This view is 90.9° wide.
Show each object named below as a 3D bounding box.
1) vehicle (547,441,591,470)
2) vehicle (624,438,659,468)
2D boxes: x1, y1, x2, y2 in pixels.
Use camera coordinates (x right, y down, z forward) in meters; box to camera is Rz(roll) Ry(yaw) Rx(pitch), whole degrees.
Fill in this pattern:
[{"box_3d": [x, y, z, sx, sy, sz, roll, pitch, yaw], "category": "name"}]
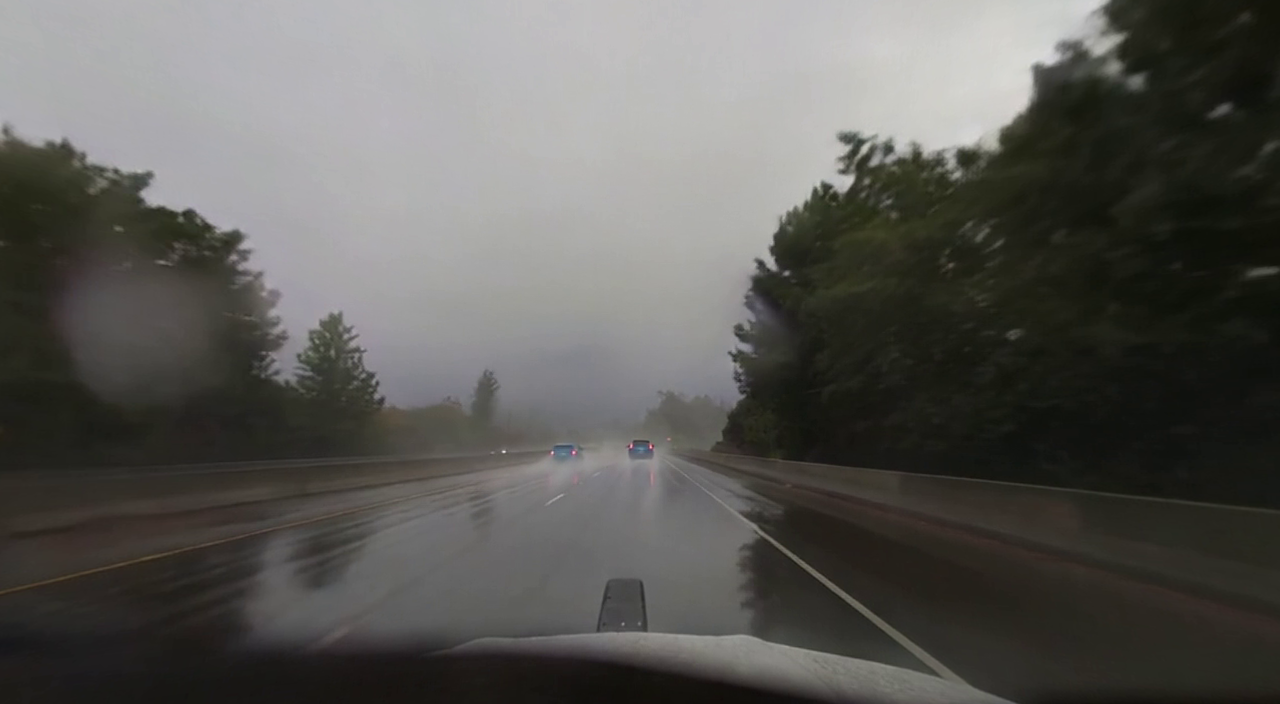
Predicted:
[{"box_3d": [-4.152, 6.163, 37.675, 2.113, 1.656, 4.215, 0, -9, 1], "category": "vehicle"}, {"box_3d": [0.076, 6.494, 40.651, 2.126, 1.786, 3.958, 0, -9, 0], "category": "vehicle"}]
